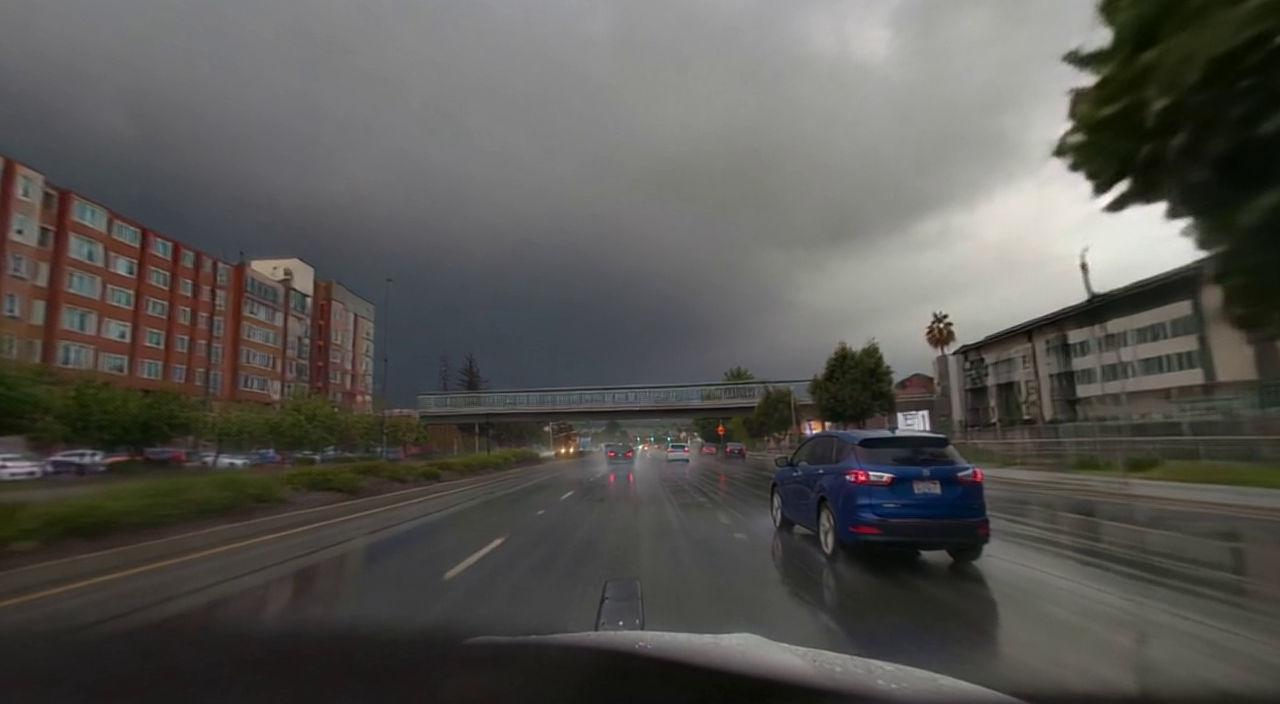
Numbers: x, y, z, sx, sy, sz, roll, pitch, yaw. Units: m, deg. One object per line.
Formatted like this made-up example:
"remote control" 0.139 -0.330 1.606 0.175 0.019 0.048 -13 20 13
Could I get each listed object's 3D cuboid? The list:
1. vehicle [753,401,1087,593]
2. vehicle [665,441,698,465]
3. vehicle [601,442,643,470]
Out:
"vehicle" 2.977 1.662 8.168 2.130 1.741 4.665 0 -8 0
"vehicle" 3.089 7.611 47.930 2.165 1.708 3.928 0 -8 -2
"vehicle" -0.992 6.016 36.748 2.173 1.498 4.528 0 -8 1
